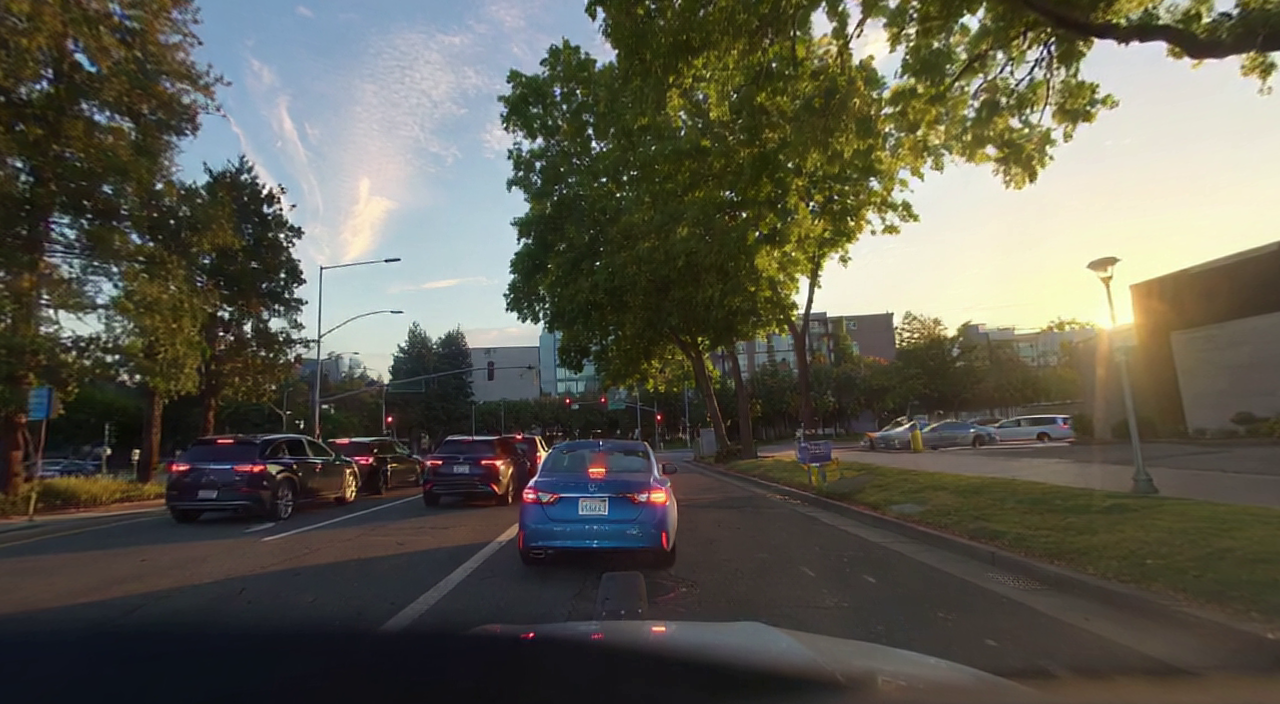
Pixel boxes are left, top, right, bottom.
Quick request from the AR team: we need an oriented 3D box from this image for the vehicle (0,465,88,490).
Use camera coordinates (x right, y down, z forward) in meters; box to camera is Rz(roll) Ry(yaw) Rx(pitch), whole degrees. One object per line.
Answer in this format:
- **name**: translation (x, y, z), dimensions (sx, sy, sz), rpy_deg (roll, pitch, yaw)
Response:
- **vehicle**: translation (-36.616, 7.638, 38.540), dimensions (4.093, 1.440, 1.804), rpy_deg (0, -9, 0)

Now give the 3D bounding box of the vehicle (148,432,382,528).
- **vehicle**: translation (-7.278, 2.507, 12.946), dimensions (2.096, 1.593, 4.288), rpy_deg (0, -9, 1)

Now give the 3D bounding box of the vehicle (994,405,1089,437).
- **vehicle**: translation (28.401, 4.959, 44.930), dimensions (5.333, 1.880, 2.130), rpy_deg (-7, -9, 27)

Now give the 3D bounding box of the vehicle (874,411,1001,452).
- **vehicle**: translation (13.938, 3.778, 29.828), dimensions (4.975, 1.809, 1.956), rpy_deg (0, -9, 1)

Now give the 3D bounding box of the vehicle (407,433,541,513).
- **vehicle**: translation (-3.627, 2.712, 14.650), dimensions (1.969, 1.570, 4.019), rpy_deg (0, -9, 1)

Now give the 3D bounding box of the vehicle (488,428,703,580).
- **vehicle**: translation (-0.420, 1.798, 8.233), dimensions (2.104, 1.472, 3.946), rpy_deg (0, -9, 0)

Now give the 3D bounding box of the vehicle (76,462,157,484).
- **vehicle**: translation (-36.334, 8.368, 43.885), dimensions (3.918, 1.423, 1.861), rpy_deg (0, -9, -1)
